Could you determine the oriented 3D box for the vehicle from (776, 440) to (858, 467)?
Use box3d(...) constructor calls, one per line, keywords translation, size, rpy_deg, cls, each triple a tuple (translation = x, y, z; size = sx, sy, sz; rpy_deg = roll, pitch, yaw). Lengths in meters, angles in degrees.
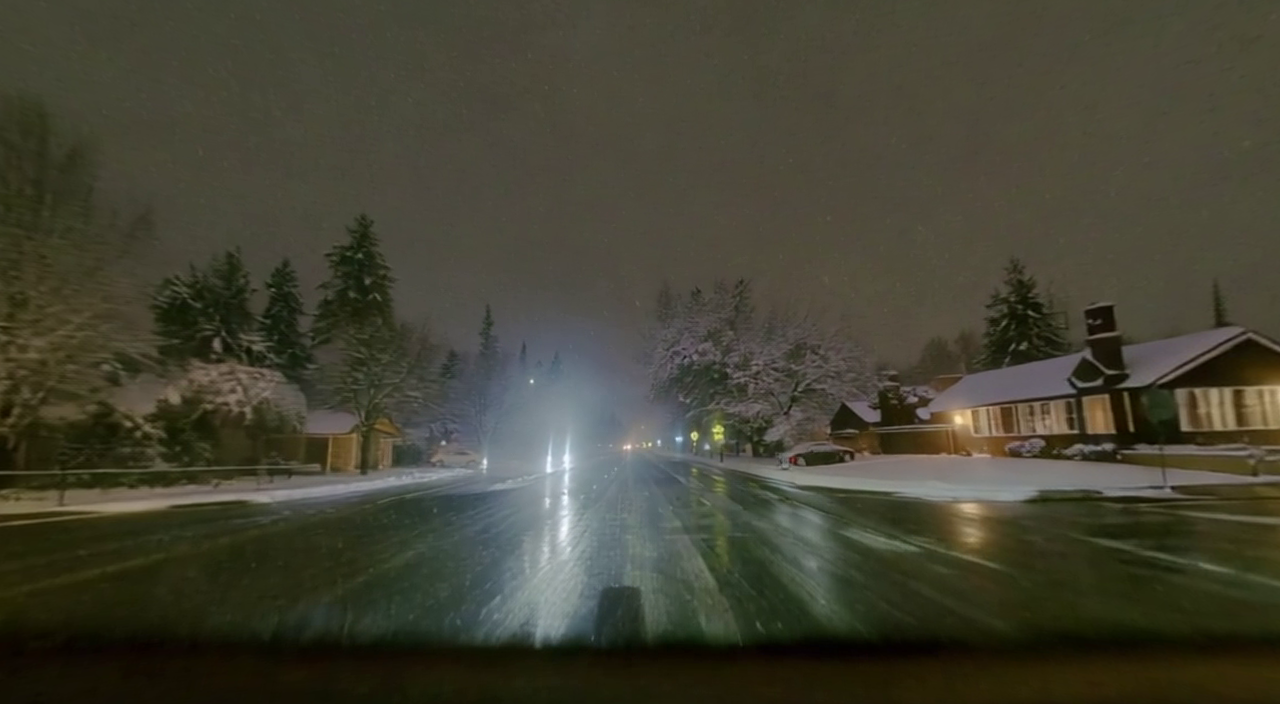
box3d(translation=(11.778, 6.779, 42.278), size=(4.782, 1.494, 1.963), rpy_deg=(-3, -9, 0), cls="vehicle")
